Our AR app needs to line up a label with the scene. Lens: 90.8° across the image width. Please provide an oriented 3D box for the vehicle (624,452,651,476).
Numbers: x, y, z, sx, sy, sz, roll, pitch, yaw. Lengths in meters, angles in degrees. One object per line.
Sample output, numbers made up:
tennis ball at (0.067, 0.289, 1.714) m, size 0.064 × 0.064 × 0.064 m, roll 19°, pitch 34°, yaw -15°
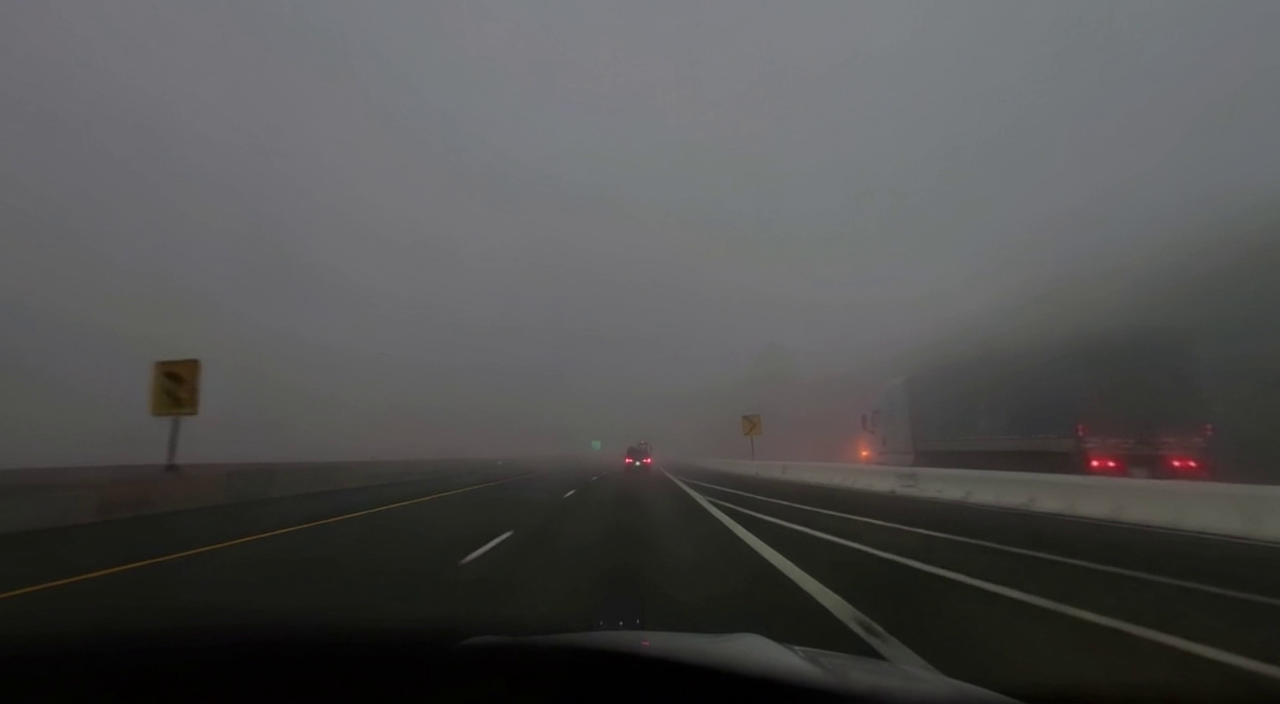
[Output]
vehicle at (-0.125, 7.136, 40.403) m, size 1.695 × 1.437 × 3.506 m, roll 0°, pitch -9°, yaw 1°
